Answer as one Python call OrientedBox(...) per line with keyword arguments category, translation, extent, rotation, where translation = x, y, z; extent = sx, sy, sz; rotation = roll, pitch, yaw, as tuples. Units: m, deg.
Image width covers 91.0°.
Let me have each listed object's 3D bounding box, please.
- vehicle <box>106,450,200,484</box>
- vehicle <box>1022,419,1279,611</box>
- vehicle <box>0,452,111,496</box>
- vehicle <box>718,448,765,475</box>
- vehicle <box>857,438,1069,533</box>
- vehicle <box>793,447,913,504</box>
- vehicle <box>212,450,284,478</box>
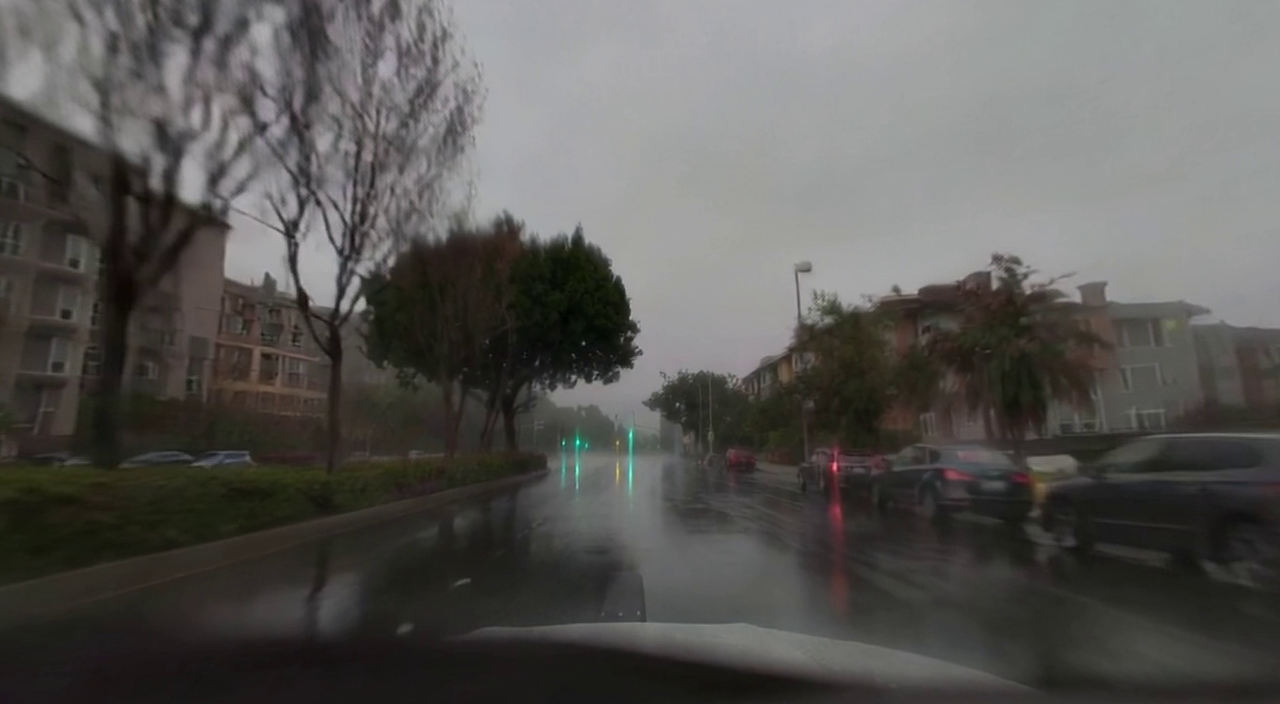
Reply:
OrientedBox(category="vehicle", translation=(-26.057, 6.120, 33.888), extent=(1.781, 1.666, 4.238), rotation=(0, -9, -2))
OrientedBox(category="vehicle", translation=(6.751, 1.686, 7.119), extent=(2.078, 1.699, 4.292), rotation=(0, -9, -1))
OrientedBox(category="vehicle", translation=(-25.857, 5.221, 27.320), extent=(1.945, 1.694, 4.329), rotation=(0, -9, -1))
OrientedBox(category="vehicle", translation=(6.158, 6.696, 38.713), extent=(2.056, 1.528, 4.816), rotation=(0, -9, 0))
OrientedBox(category="vehicle", translation=(6.595, 2.756, 13.617), extent=(2.060, 1.672, 4.556), rotation=(0, -9, -2))
OrientedBox(category="vehicle", translation=(6.548, 3.846, 20.060), extent=(1.956, 1.487, 5.176), rotation=(-3, -9, 0))
OrientedBox(category="vehicle", translation=(-25.685, 7.325, 41.417), extent=(2.000, 1.696, 4.318), rotation=(0, -9, -1))
